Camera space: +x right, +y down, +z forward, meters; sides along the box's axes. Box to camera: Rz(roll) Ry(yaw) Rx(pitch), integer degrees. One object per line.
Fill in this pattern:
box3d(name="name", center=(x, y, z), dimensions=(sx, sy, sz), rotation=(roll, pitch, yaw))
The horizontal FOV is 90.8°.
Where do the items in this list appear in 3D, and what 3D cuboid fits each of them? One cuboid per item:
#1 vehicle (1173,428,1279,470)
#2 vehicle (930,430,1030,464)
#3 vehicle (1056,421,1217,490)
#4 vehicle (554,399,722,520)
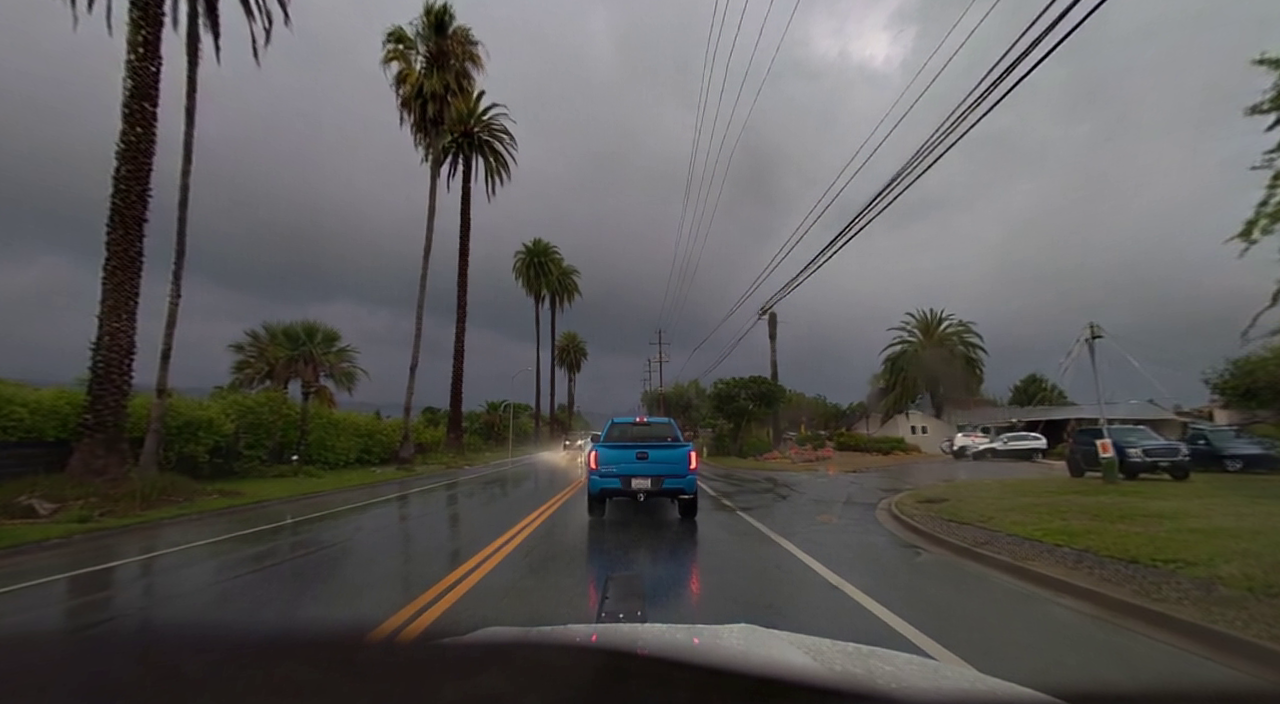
box3d(name="vehicle", center=(24.470, 3.904, 25.444), dimensions=(4.314, 1.553, 1.948), rotation=(0, -11, -7))
box3d(name="vehicle", center=(20.380, 5.756, 38.337), dimensions=(2.277, 1.836, 6.267), rotation=(0, -9, -4))
box3d(name="vehicle", center=(16.061, 3.379, 20.976), dimensions=(2.338, 1.917, 6.076), rotation=(-3, -9, 20))
box3d(name="vehicle", center=(-0.040, 2.278, 13.785), dimensions=(2.848, 2.047, 5.885), rotation=(0, -8, 0))
